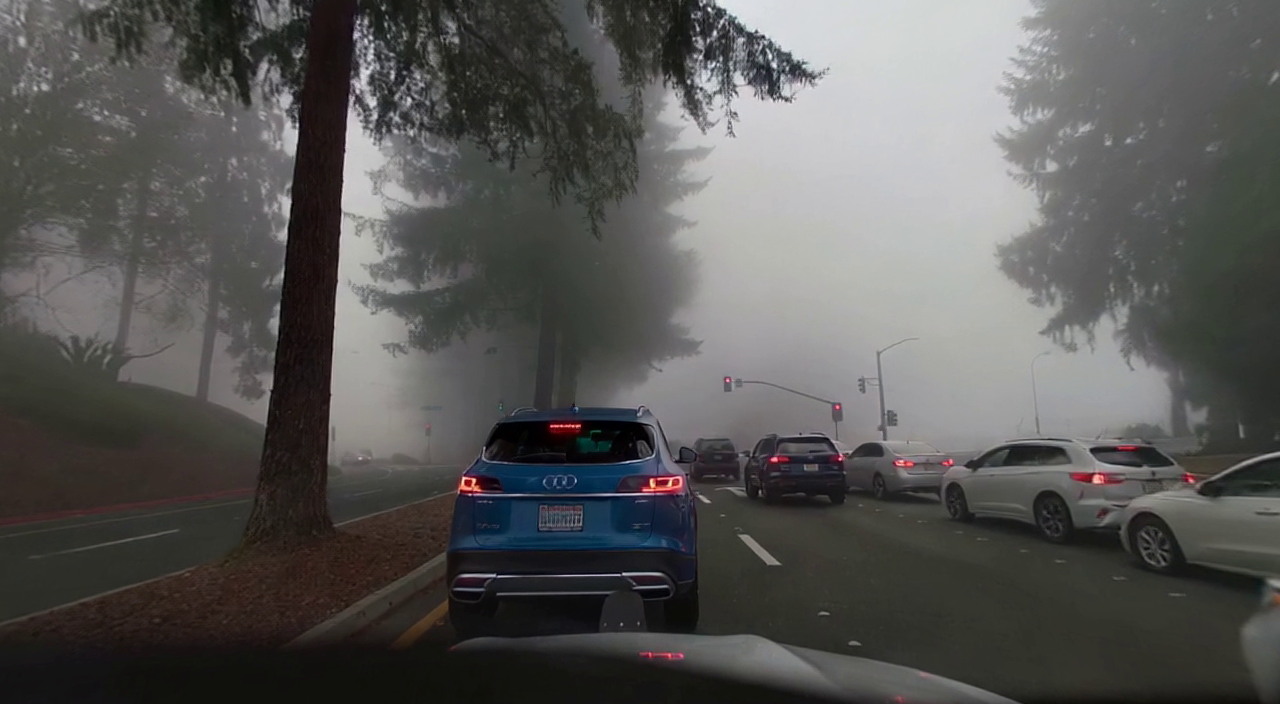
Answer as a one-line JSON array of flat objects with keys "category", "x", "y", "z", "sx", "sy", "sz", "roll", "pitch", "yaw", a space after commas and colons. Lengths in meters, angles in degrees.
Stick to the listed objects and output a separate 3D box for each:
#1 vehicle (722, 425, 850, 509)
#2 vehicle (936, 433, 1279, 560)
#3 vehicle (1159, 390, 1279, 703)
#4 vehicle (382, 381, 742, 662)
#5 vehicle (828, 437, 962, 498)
[{"category": "vehicle", "x": 3.262, "y": 2.681, "z": 15.122, "sx": 1.963, "sy": 1.682, "sz": 4.407, "roll": 0, "pitch": -9, "yaw": 0}, {"category": "vehicle", "x": 6.576, "y": 2.020, "z": 9.656, "sx": 1.894, "sy": 1.445, "sz": 4.565, "roll": 0, "pitch": -9, "yaw": 0}, {"category": "vehicle", "x": 3.146, "y": 0.585, "z": 0.146, "sx": 1.997, "sy": 1.486, "sz": 4.753, "roll": 0, "pitch": -9, "yaw": 0}, {"category": "vehicle", "x": -0.431, "y": 1.353, "z": 6.088, "sx": 2.201, "sy": 1.709, "sz": 4.271, "roll": 0, "pitch": -9, "yaw": 1}, {"category": "vehicle", "x": 6.950, "y": 3.191, "z": 17.820, "sx": 1.890, "sy": 1.489, "sz": 4.415, "roll": 0, "pitch": -9, "yaw": -1}]
